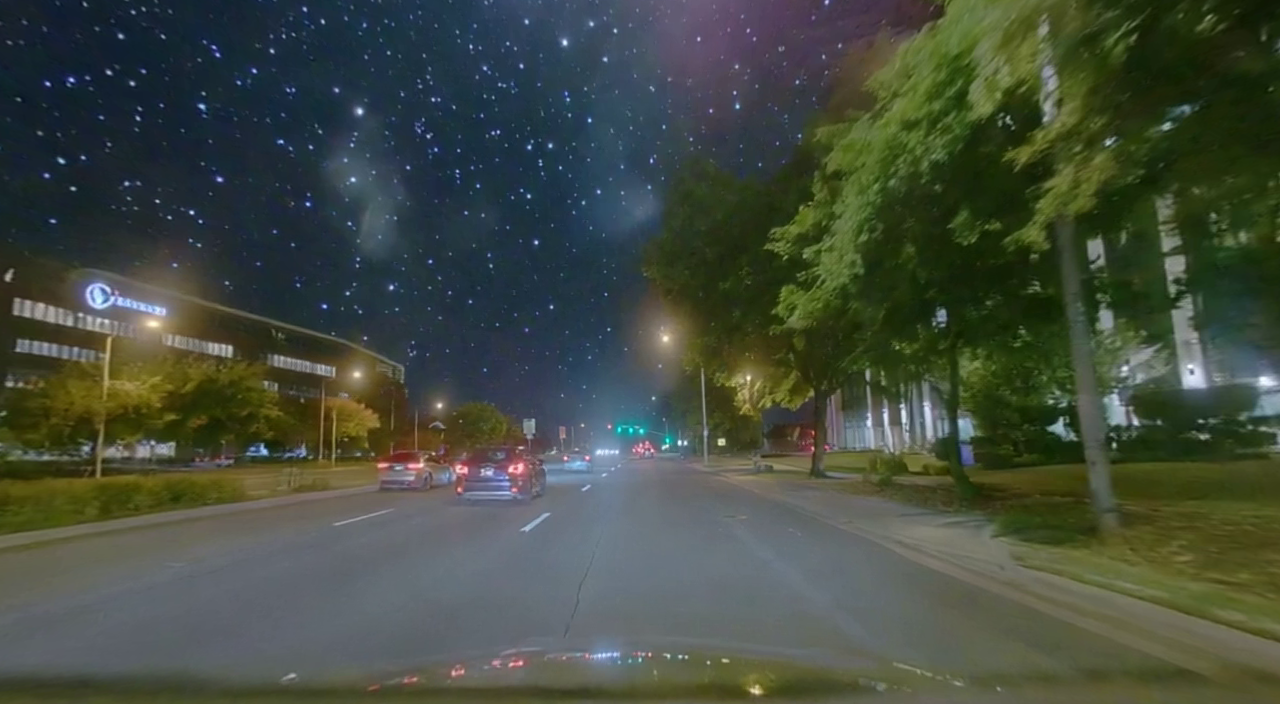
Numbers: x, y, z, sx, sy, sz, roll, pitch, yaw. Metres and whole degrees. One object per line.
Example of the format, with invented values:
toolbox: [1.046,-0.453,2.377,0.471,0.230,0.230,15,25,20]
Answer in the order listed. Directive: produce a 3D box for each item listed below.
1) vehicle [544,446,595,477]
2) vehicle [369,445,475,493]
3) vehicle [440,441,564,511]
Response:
vehicle: [-3.446,5.433,31.647,1.971,1.414,4.317,0,-9,2]
vehicle: [-7.532,4.061,22.441,1.976,1.497,4.709,0,-9,2]
vehicle: [-3.250,3.012,15.956,2.011,1.483,4.596,0,-9,1]
